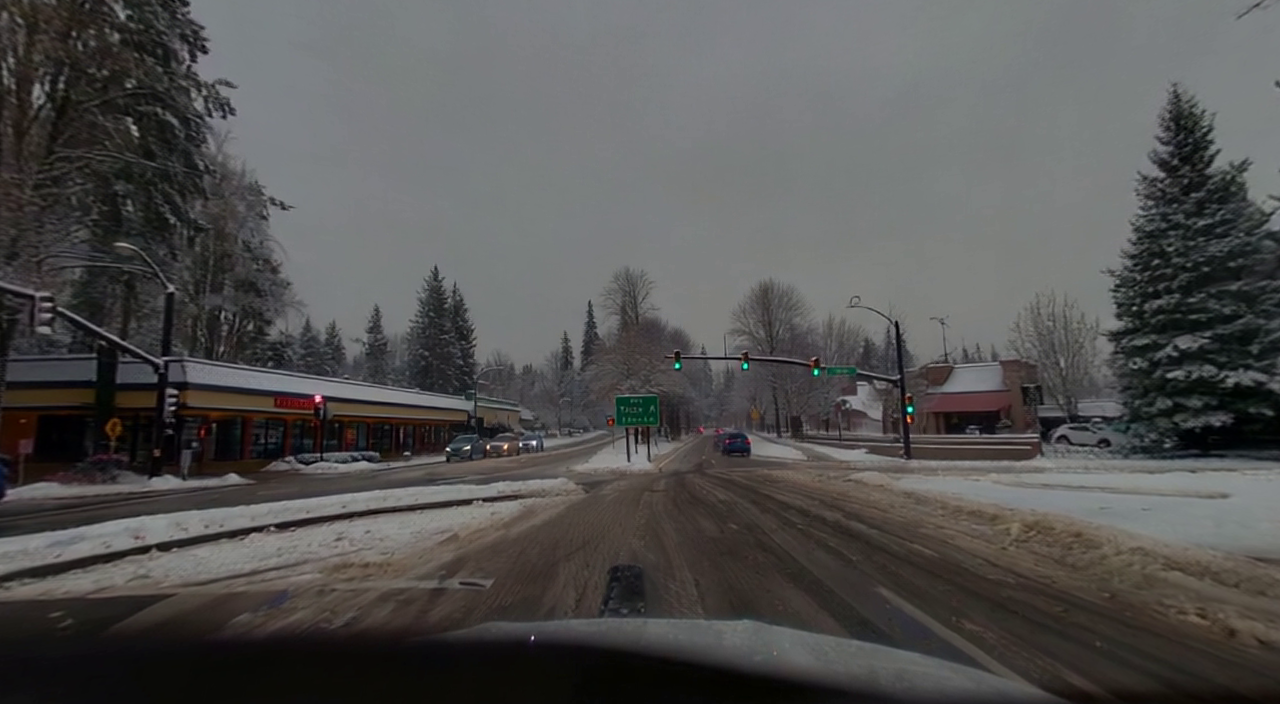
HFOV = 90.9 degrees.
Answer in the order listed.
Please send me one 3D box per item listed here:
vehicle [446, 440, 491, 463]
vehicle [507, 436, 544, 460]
[{"bbox_3d":[-11.747,6.838,43.503,2.111,1.499,4.371,0,-9,-3],"label":"vehicle"},{"bbox_3d":[-8.041,6.798,44.629,1.920,1.546,4.086,0,-9,-2],"label":"vehicle"}]
